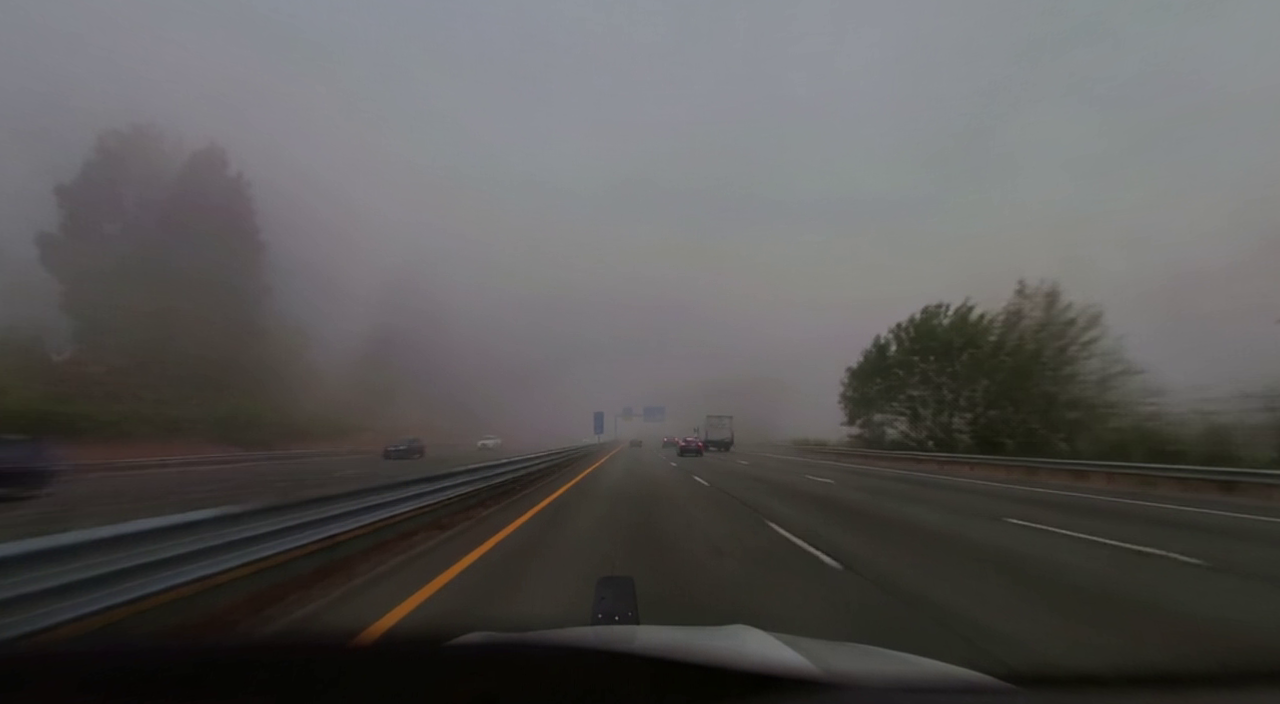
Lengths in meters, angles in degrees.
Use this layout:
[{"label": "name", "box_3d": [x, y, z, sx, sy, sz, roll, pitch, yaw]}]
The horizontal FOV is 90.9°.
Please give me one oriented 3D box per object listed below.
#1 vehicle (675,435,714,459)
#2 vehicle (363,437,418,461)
[{"label": "vehicle", "box_3d": [3.555, 6.295, 41.972, 1.986, 1.501, 4.529, 0, -8, -2]}, {"label": "vehicle", "box_3d": [-17.024, 6.597, 43.205, 1.972, 1.537, 4.368, 0, -8, 0]}]
